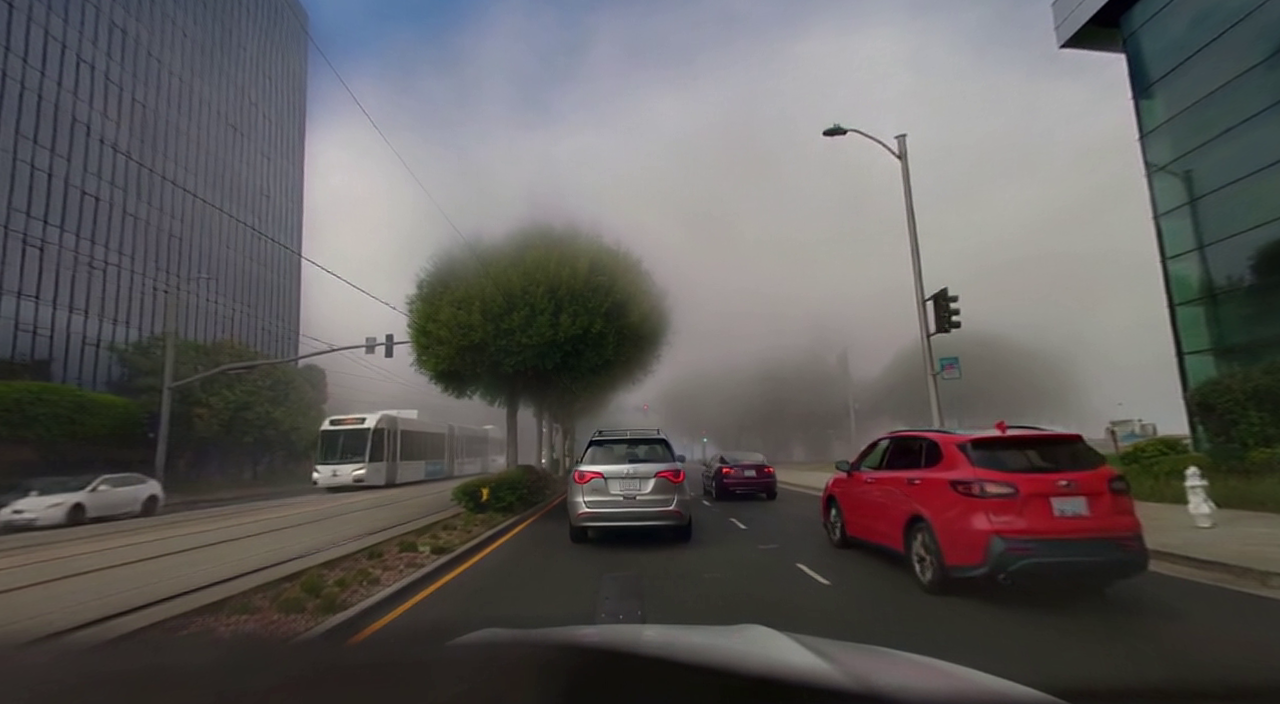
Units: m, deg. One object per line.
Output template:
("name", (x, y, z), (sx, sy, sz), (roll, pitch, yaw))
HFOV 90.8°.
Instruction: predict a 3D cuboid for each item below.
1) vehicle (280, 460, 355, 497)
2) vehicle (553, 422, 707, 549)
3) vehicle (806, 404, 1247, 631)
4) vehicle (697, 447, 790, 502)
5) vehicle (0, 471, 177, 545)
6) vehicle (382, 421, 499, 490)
("vehicle", (-18.692, 7.320, 36.946), (1.933, 1.919, 4.913), (0, -9, -2))
("vehicle", (-0.210, 2.225, 11.174), (2.178, 1.779, 4.255), (0, -9, -2))
("vehicle", (3.578, 1.612, 7.218), (2.029, 1.717, 4.624), (0, -9, -1))
("vehicle", (3.064, 3.720, 19.669), (1.993, 1.480, 4.324), (0, -9, -2))
("vehicle", (-14.898, 3.927, 16.479), (2.077, 1.458, 4.718), (0, -9, 0))
("vehicle", (-10.926, 5.834, 36.162), (3.053, 3.359, 10.539), (0, -9, 1))
